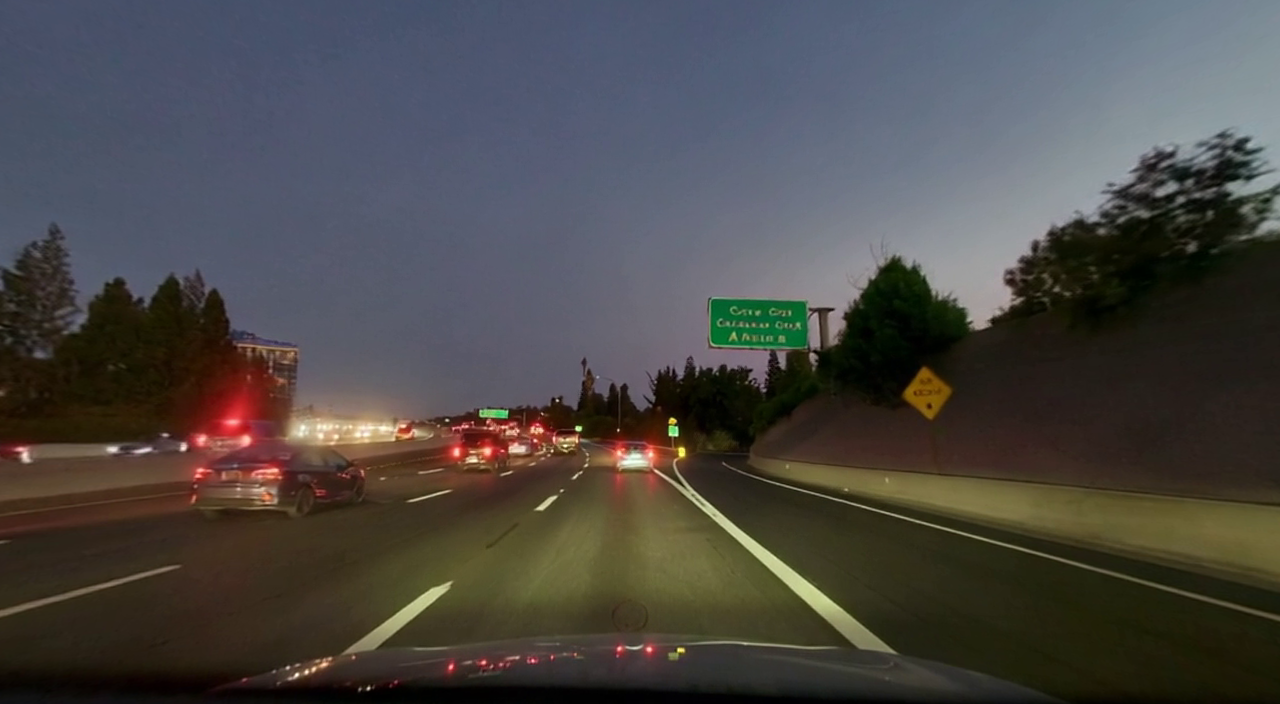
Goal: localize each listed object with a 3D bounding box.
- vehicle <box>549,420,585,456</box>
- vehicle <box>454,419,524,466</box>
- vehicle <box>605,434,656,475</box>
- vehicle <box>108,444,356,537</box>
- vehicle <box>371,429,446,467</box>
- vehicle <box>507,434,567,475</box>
[{"bbox_3d":[-5.603,6.722,49.219,2.279,2.672,5.256,0,-8,-2],"label":"vehicle"},{"bbox_3d":[-8.440,5.181,36.050,2.773,2.402,6.232,0,-8,-3],"label":"vehicle"},{"bbox_3d":[-0.472,4.495,27.892,2.092,1.671,3.772,0,-8,-2],"label":"vehicle"},{"bbox_3d":[-7.512,2.536,12.306,1.896,1.465,4.399,0,-8,0],"label":"vehicle"},{"bbox_3d":[-12.056,5.055,33.244,2.079,1.807,5.187,0,-8,-1],"label":"vehicle"},{"bbox_3d":[-4.414,4.476,27.708,2.005,1.631,4.295,0,-8,-1],"label":"vehicle"}]
